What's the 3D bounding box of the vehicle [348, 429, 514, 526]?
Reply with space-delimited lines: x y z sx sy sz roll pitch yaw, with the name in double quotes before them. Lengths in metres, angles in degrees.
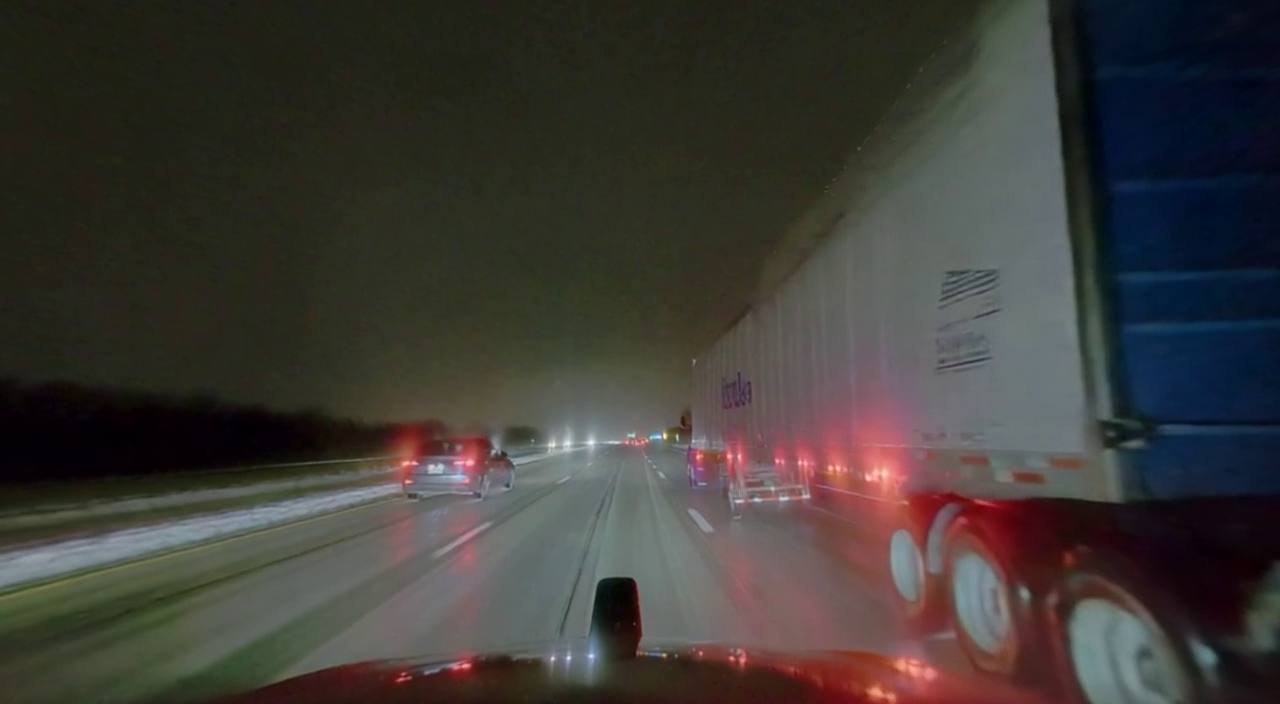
"vehicle" -4.107 2.520 13.274 2.063 1.661 4.439 1 -8 -2
